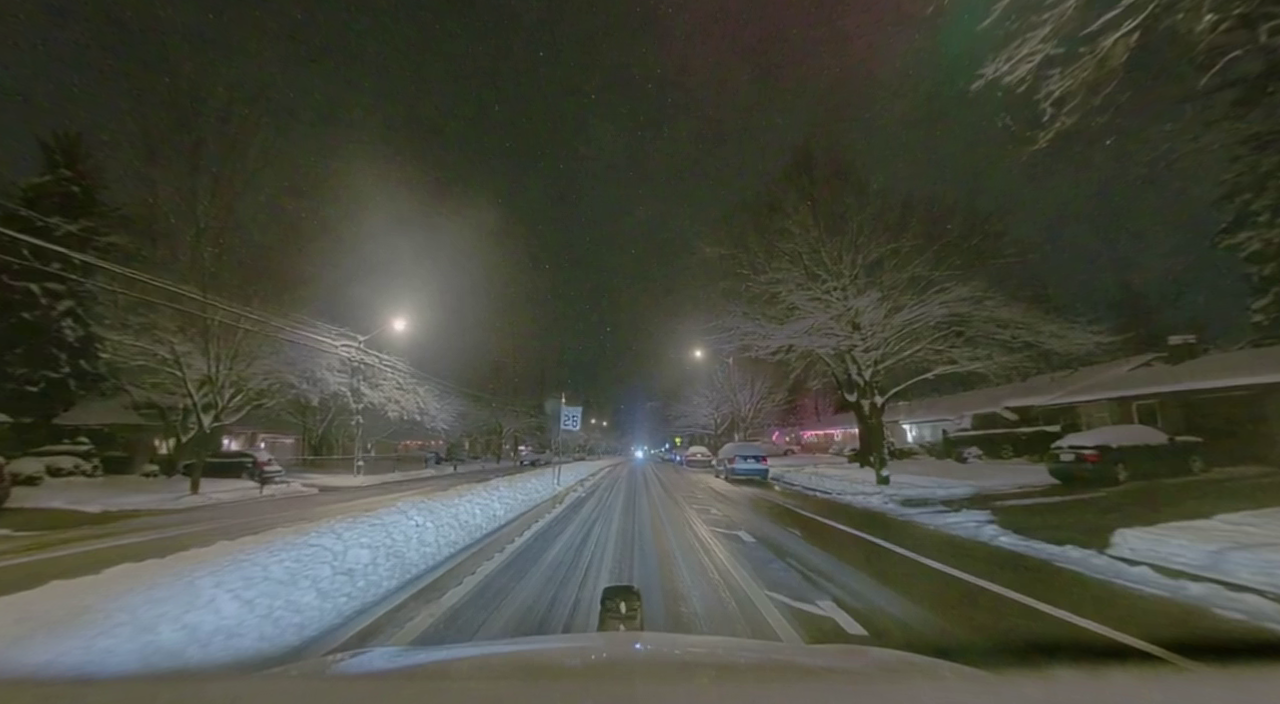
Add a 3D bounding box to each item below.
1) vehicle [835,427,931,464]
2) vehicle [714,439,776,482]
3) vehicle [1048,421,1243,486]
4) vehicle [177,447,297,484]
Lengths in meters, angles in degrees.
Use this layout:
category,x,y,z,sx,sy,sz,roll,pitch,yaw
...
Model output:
category,x,y,z,sx,sy,sz,roll,pitch,yaw
vehicle,15.601,6.052,40.823,5.096,1.931,2.288,-4,-9,2
vehicle,4.911,5.157,30.216,2.082,1.763,4.718,3,-9,0
vehicle,15.211,3.091,19.255,4.108,1.734,1.898,-2,-9,5
vehicle,-20.574,5.793,32.392,4.818,1.625,2.012,1,-8,5
